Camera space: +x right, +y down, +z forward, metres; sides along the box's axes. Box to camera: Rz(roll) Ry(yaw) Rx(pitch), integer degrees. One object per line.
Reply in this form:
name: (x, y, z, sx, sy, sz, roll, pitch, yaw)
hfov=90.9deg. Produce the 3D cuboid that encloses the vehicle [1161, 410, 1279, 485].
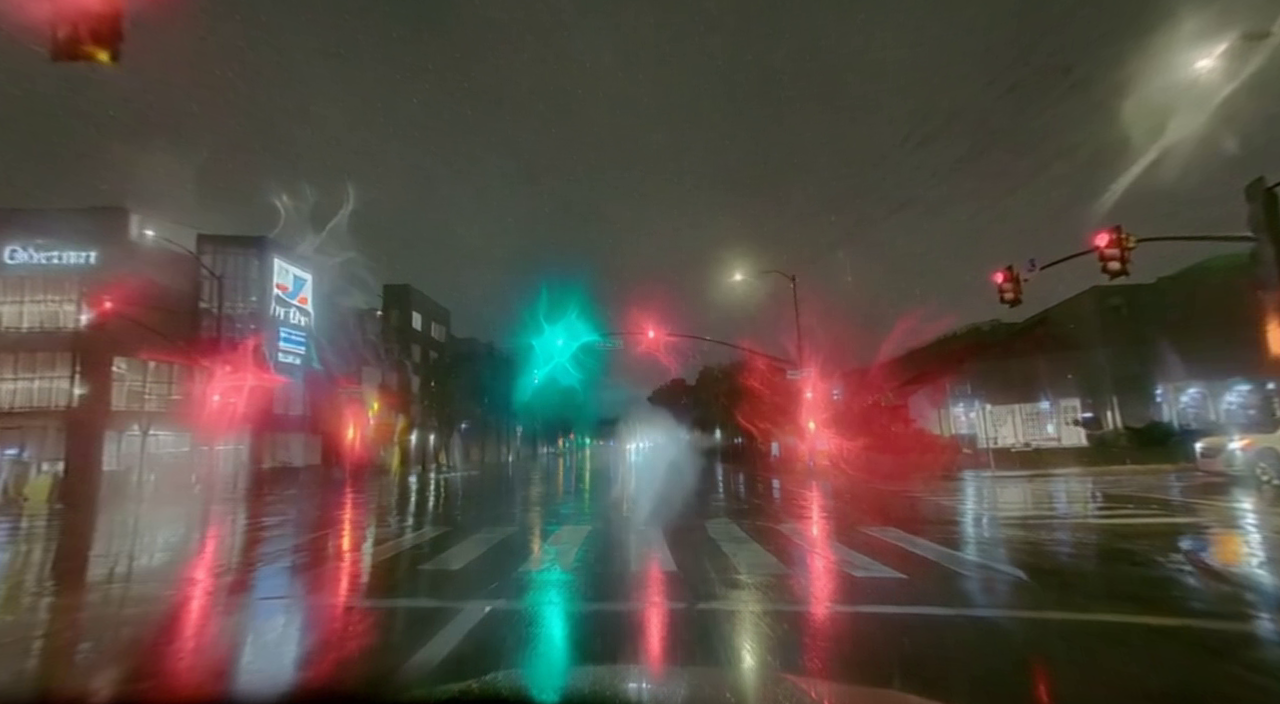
vehicle: (16.891, 2.470, 16.407, 4.836, 1.795, 1.957, 0, -8, 0)
